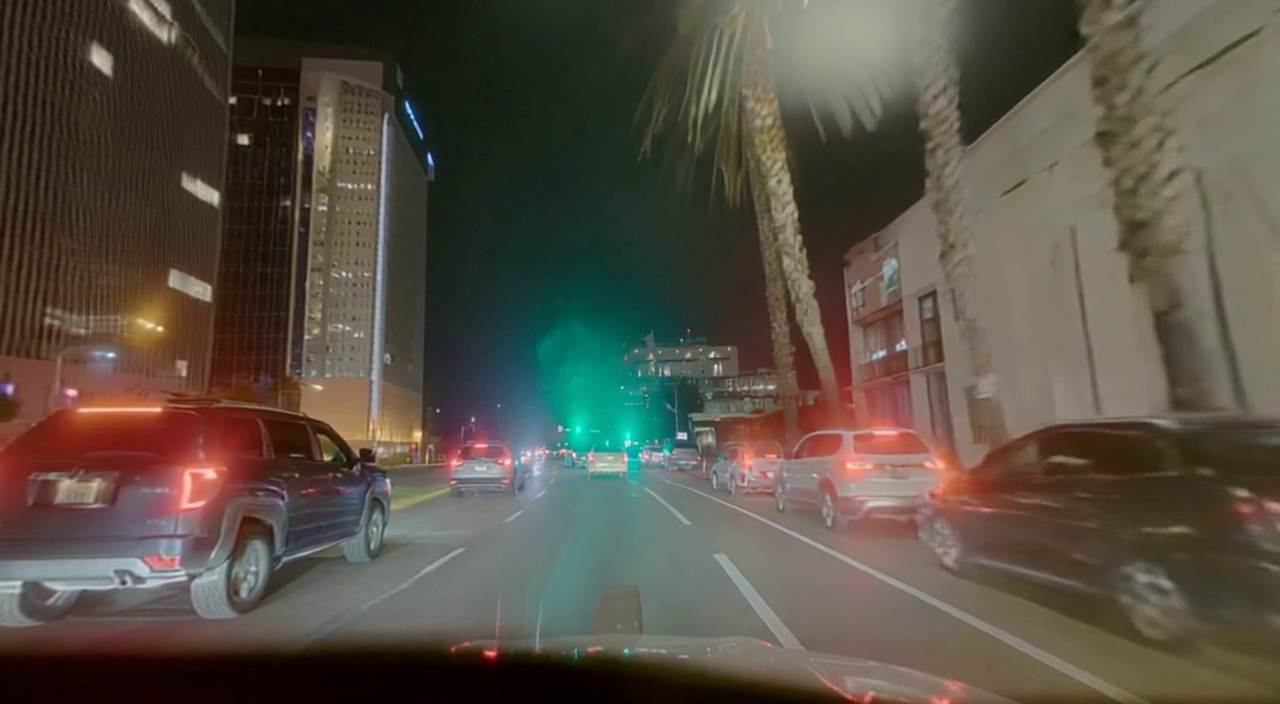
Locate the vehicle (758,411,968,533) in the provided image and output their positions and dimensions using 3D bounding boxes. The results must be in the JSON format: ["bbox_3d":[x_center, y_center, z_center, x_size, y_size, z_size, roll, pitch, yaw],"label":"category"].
[{"bbox_3d":[3.823,2.160,11.884,1.963,1.802,4.648,1,-9,-4],"label":"vehicle"}]

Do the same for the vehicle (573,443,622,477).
[{"bbox_3d":[-2.049,4.975,29.345,2.036,1.461,3.890,1,-9,-7],"label":"vehicle"}]

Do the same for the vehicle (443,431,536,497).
[{"bbox_3d":[-4.417,3.349,19.164,2.014,1.740,4.392,1,-9,-4],"label":"vehicle"}]

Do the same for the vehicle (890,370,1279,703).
[{"bbox_3d":[4.098,1.270,5.406,1.895,1.663,4.732,0,-9,-1],"label":"vehicle"}]

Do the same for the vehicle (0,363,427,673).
[{"bbox_3d":[-3.616,1.269,5.836,1.800,1.797,4.224,0,-9,0],"label":"vehicle"}]

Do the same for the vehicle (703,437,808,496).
[{"bbox_3d":[3.300,3.398,19.089,1.808,1.526,4.894,1,-9,-6],"label":"vehicle"}]
